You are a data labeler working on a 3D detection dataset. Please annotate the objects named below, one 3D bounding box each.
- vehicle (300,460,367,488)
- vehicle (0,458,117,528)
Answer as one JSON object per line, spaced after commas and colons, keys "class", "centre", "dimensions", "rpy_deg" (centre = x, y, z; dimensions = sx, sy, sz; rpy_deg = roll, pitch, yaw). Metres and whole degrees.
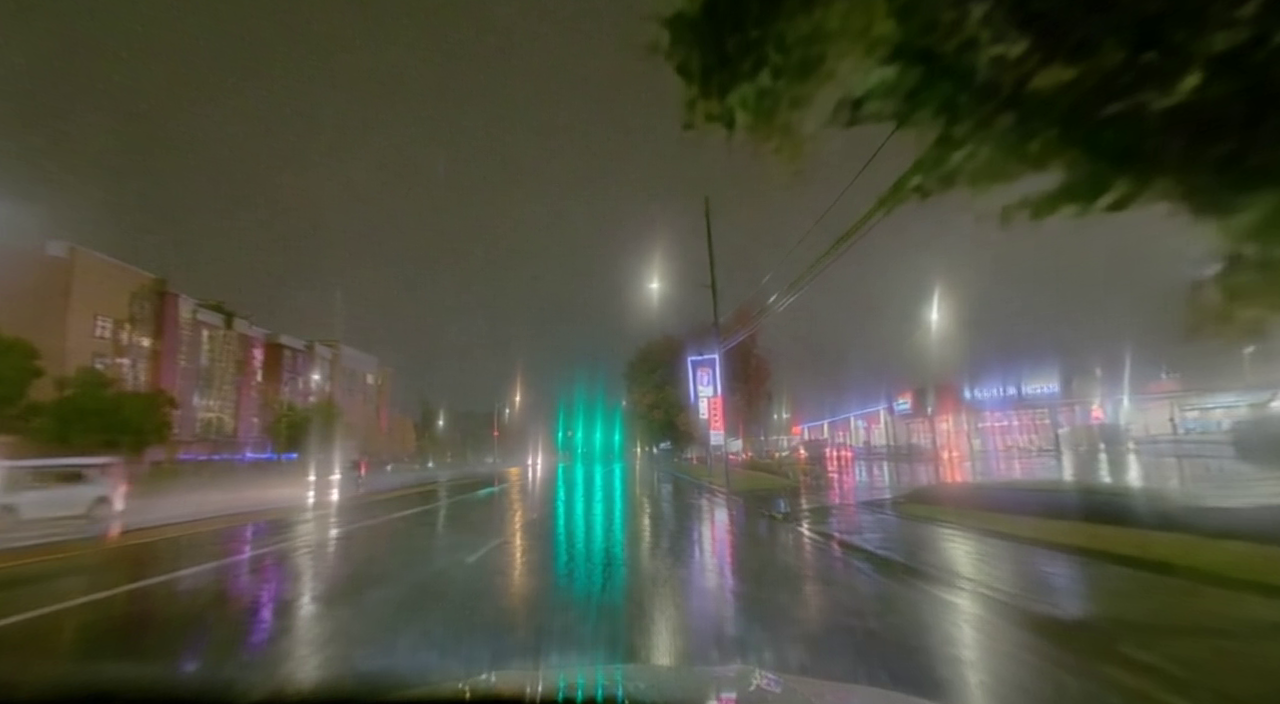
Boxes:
{"class": "vehicle", "centre": [-18.614, 7.393, 38.418], "dimensions": [1.834, 1.469, 4.496], "rpy_deg": [0, -8, 0]}
{"class": "vehicle", "centre": [-18.455, 4.081, 18.406], "dimensions": [2.067, 1.806, 4.832], "rpy_deg": [0, -8, 0]}
